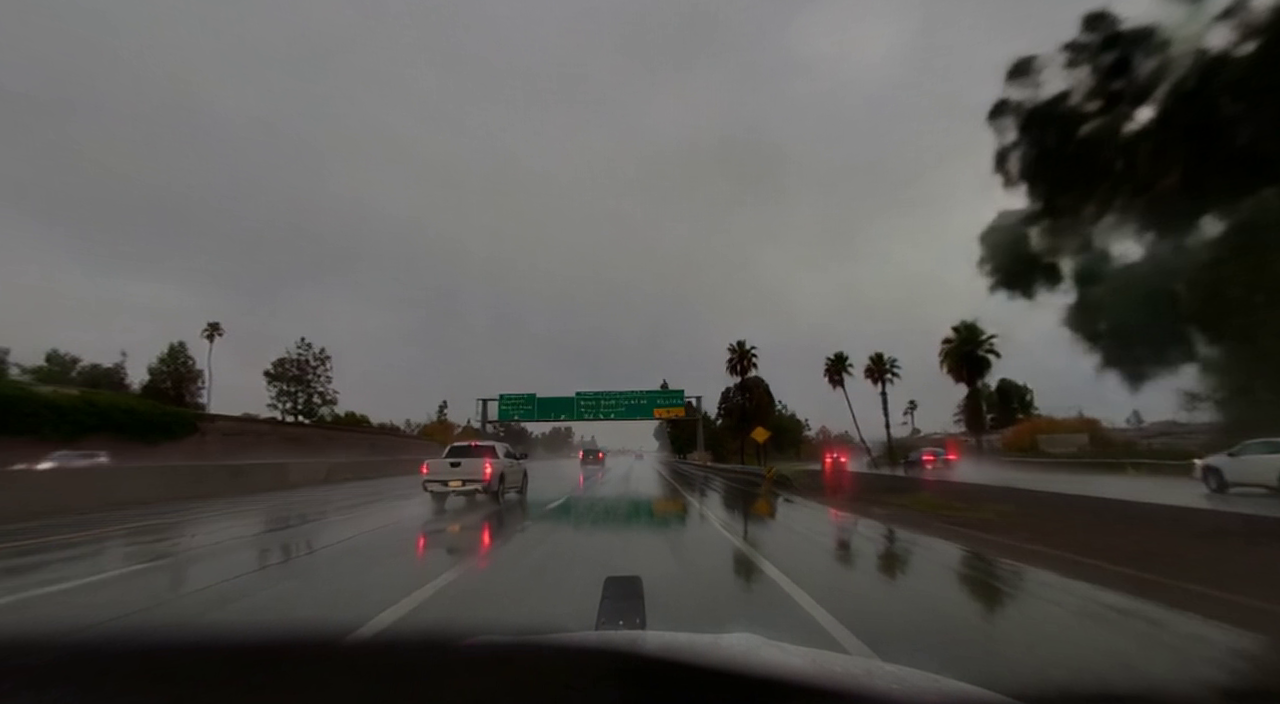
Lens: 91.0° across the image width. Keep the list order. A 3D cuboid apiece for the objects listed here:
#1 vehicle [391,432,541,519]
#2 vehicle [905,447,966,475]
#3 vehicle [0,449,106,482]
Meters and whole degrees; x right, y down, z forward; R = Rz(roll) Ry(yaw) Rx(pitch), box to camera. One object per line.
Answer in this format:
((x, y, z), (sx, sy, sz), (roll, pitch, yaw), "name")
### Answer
((-3.910, 2.865, 15.213), (2.162, 1.747, 4.791), (0, -9, 1), "vehicle")
((20.329, 7.504, 43.542), (2.033, 1.794, 5.116), (-1, -9, 4), "vehicle")
((-32.205, 6.156, 34.476), (1.786, 1.680, 4.588), (0, -9, 2), "vehicle")
